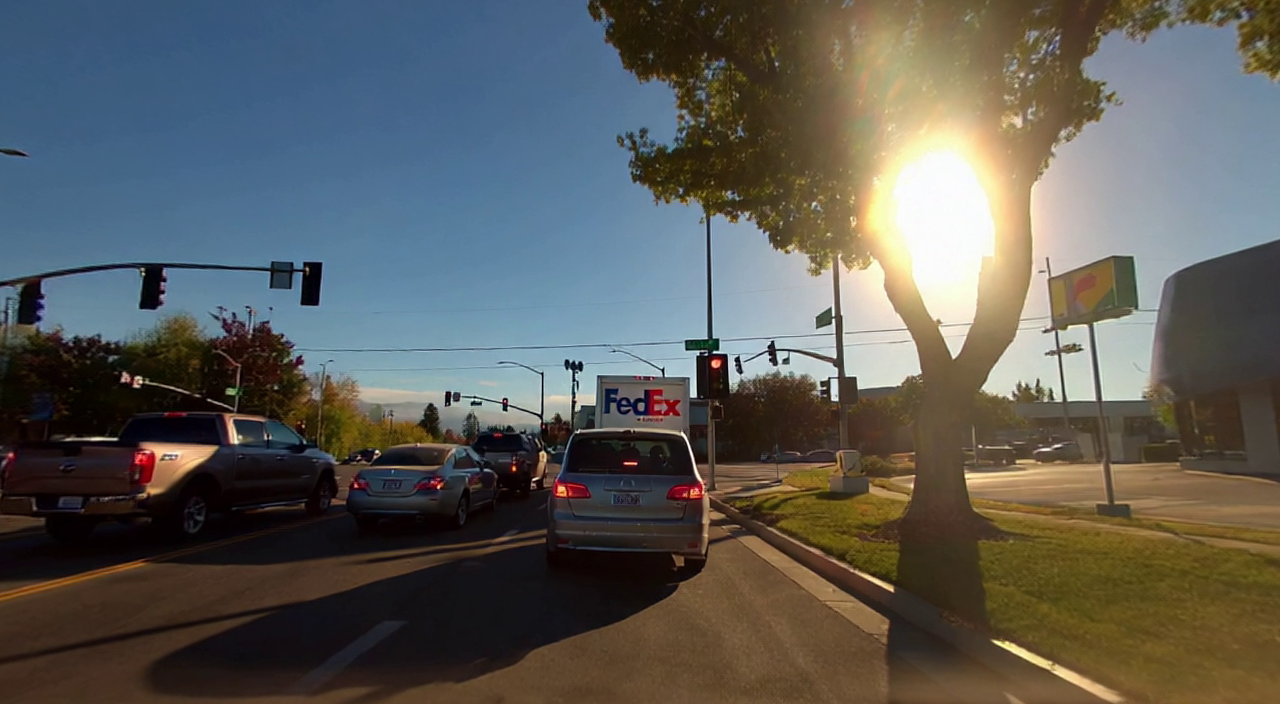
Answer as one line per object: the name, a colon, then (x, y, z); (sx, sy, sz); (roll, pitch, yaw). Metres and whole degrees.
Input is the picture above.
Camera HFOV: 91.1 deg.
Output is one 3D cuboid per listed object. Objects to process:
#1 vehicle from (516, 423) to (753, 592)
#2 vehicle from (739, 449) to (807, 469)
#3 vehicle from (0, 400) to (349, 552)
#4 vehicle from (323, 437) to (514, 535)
vehicle: (-0.047, 1.738, 7.909); (2.145, 1.513, 4.269); (0, -9, 0)
vehicle: (10.274, 8.284, 48.669); (4.841, 1.494, 1.829); (1, -9, -5)
vehicle: (-7.291, 1.977, 10.736); (2.125, 1.893, 5.498); (0, -9, -2)
vehicle: (-3.874, 2.398, 11.941); (1.949, 1.487, 4.390); (0, -9, 1)
